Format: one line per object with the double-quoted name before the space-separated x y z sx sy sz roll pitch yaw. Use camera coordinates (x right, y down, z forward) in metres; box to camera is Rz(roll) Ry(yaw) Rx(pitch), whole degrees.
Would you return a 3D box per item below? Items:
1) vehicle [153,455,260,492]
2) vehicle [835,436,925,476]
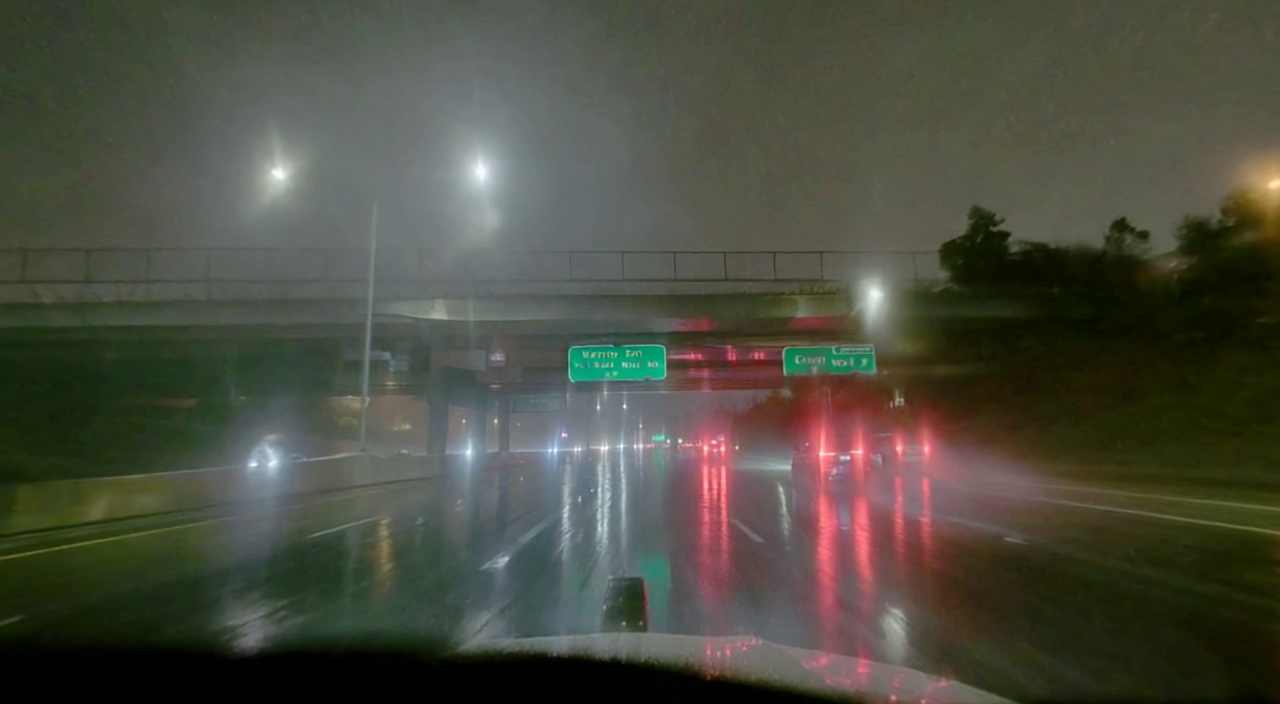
"vehicle" -20.149 5.638 29.606 1.859 1.483 4.391 -1 -8 1
"vehicle" 10.085 4.407 26.943 2.000 1.514 4.585 0 -8 -1
